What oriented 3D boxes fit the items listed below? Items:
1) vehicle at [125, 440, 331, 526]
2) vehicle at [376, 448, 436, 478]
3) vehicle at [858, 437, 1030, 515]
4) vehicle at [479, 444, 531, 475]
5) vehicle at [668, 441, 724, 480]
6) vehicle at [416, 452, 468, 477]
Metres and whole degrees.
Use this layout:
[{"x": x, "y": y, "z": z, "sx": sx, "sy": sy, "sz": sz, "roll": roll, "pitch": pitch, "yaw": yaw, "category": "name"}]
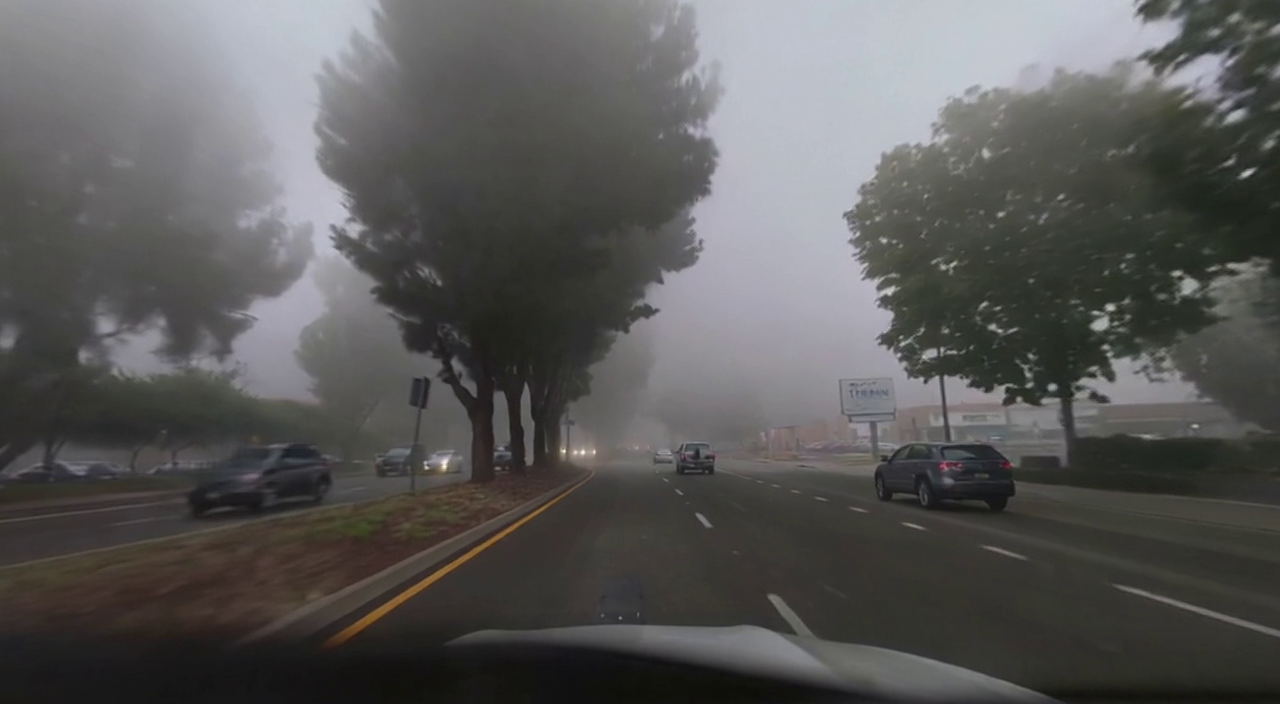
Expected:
[{"x": -9.251, "y": 2.948, "z": 14.695, "sx": 1.968, "sy": 1.684, "sz": 4.265, "roll": 1, "pitch": -9, "yaw": -2, "category": "vehicle"}, {"x": -17.092, "y": 8.099, "z": 46.314, "sx": 2.312, "sy": 2.062, "sz": 5.741, "roll": 0, "pitch": -9, "yaw": -1, "category": "vehicle"}, {"x": 6.833, "y": 2.825, "z": 14.763, "sx": 1.886, "sy": 1.528, "sz": 4.169, "roll": 0, "pitch": -9, "yaw": -1, "category": "vehicle"}, {"x": -9.169, "y": 7.325, "z": 43.189, "sx": 2.234, "sy": 1.922, "sz": 5.699, "roll": 0, "pitch": -9, "yaw": 0, "category": "vehicle"}, {"x": 2.557, "y": 5.067, "z": 29.649, "sx": 2.161, "sy": 1.676, "sz": 4.151, "roll": 1, "pitch": -9, "yaw": -2, "category": "vehicle"}, {"x": -12.680, "y": 7.207, "z": 40.605, "sx": 1.951, "sy": 1.475, "sz": 4.480, "roll": 0, "pitch": -9, "yaw": -1, "category": "vehicle"}]
